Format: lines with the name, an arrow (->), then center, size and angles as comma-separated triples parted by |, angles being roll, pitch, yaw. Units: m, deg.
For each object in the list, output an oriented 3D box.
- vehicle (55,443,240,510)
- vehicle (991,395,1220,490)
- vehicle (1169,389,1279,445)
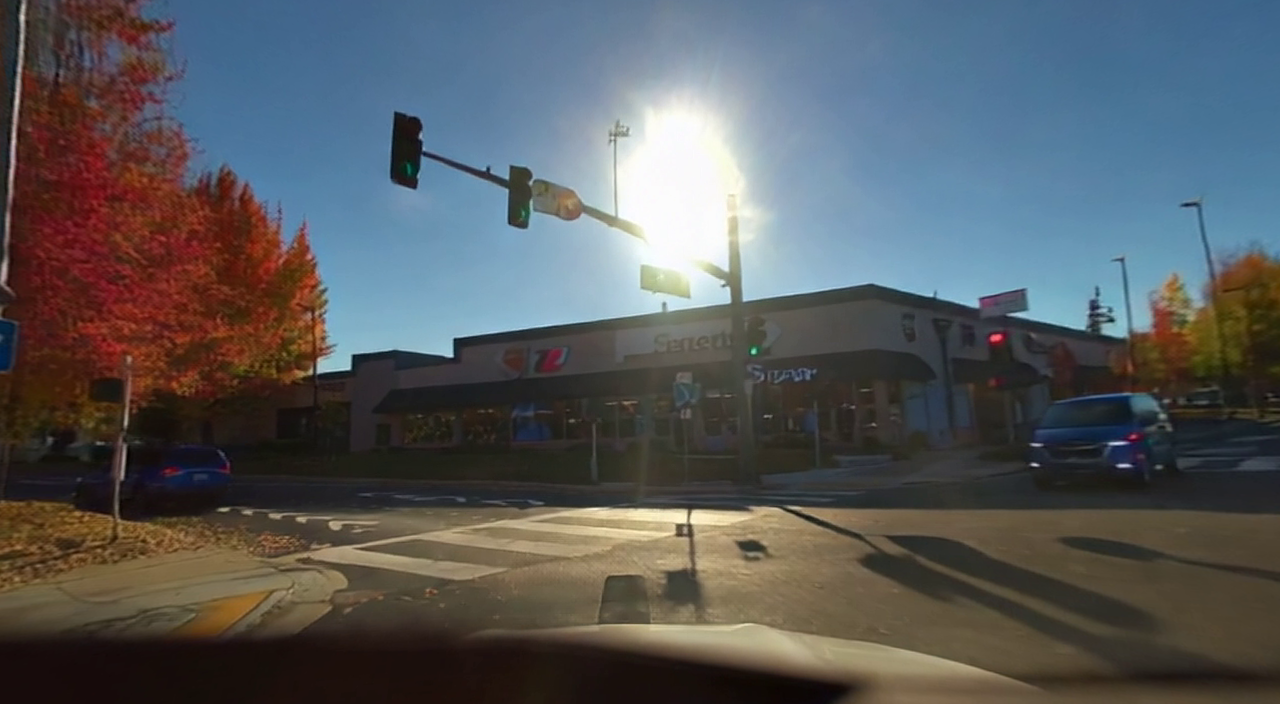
vehicle -> -15.167, 3.761, 19.429 | 5.110, 1.814, 2.146 | -4, -9, 23
vehicle -> 11.420, 2.089, 15.346 | 5.787, 1.834, 2.524 | 2, -9, -34
vehicle -> 21.561, 2.467, 23.139 | 4.945, 1.808, 2.247 | 6, -11, -39
